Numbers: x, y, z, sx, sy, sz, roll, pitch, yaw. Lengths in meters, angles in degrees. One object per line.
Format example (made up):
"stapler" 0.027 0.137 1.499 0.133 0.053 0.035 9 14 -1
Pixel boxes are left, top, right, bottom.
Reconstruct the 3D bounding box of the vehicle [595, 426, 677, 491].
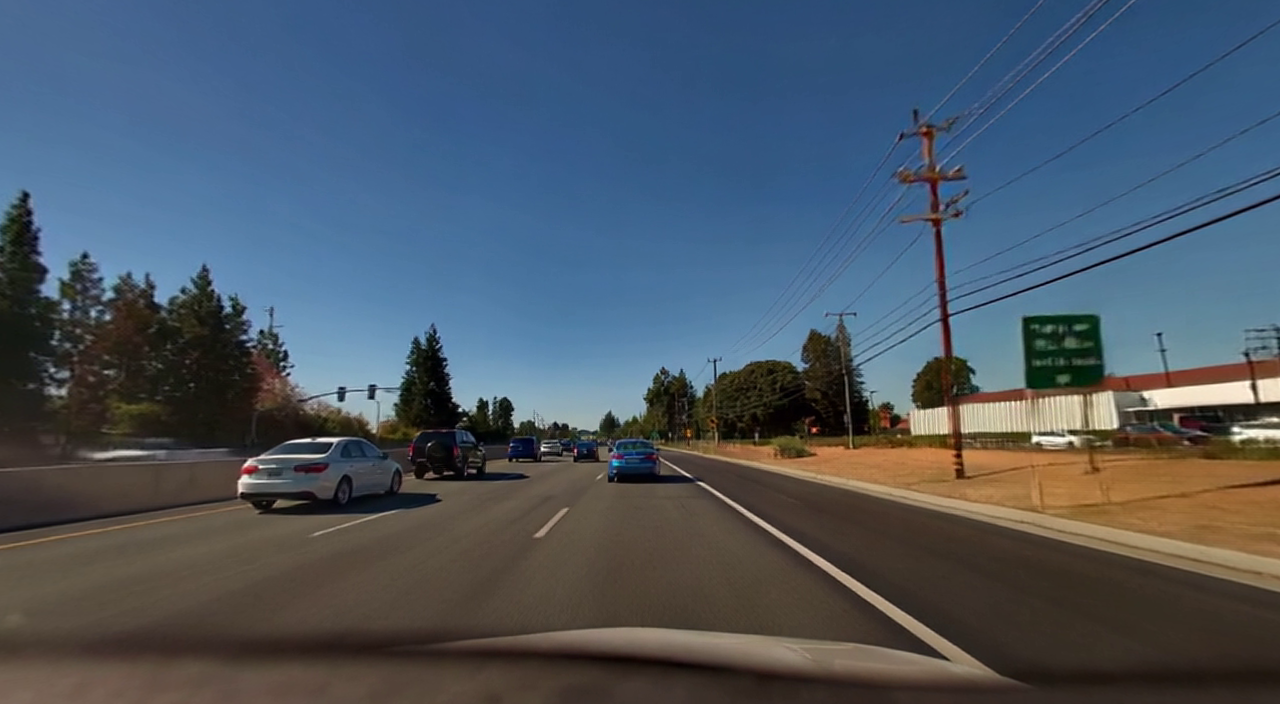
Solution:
"vehicle" -0.144 3.073 18.619 2.140 1.653 4.108 0 -8 -1

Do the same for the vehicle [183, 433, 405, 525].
"vehicle" -6.557 2.413 12.731 1.900 1.483 4.547 0 -8 0

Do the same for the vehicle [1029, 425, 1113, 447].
"vehicle" 29.083 5.703 42.710 4.105 1.306 2.050 -2 -7 1

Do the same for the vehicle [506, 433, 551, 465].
"vehicle" -6.529 5.712 37.274 1.914 1.756 4.179 0 -8 0

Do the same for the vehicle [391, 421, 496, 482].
"vehicle" -6.786 3.500 22.508 2.144 1.905 4.967 0 -8 0

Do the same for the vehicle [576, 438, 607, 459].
"vehicle" -3.546 7.176 47.074 2.055 1.510 3.961 0 -8 -1

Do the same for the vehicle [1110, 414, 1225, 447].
"vehicle" 29.546 4.447 35.509 4.554 1.761 2.095 0 -8 0
